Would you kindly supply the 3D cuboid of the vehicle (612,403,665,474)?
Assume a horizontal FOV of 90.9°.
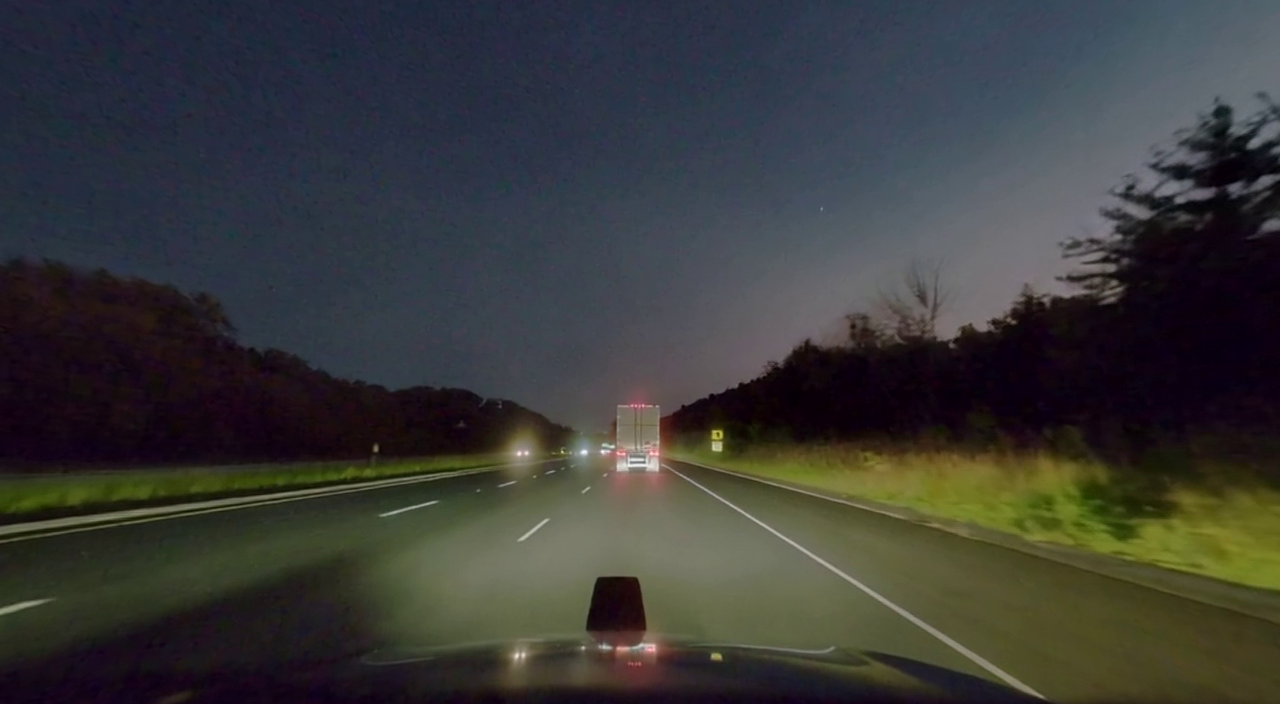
[{"bbox_3d":[-0.134,5.731,41.014,2.982,3.947,11.075,0,-9,-1],"label":"vehicle"}]
